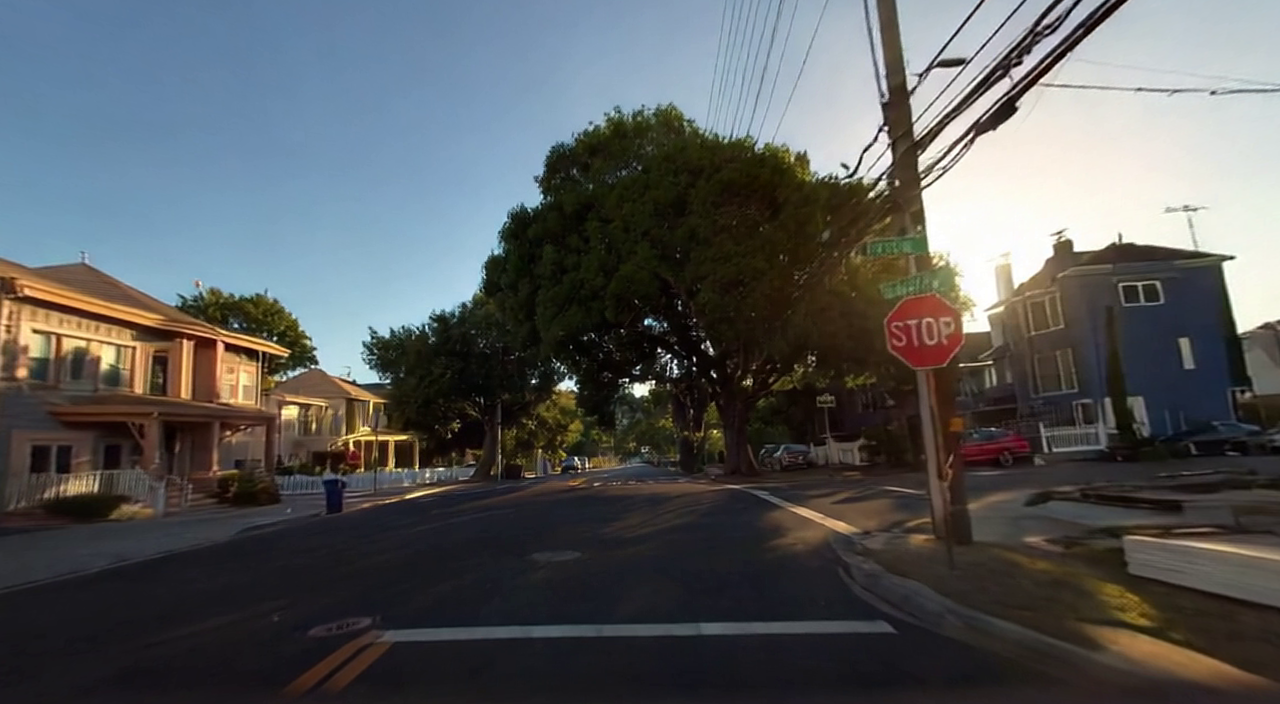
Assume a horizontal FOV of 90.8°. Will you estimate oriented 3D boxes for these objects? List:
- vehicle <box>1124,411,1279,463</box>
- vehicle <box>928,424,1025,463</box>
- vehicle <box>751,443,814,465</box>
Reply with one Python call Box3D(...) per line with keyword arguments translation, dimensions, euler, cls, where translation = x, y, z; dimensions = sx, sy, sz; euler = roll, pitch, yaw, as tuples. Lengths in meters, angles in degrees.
Box3D(translation=(21.268, 3.223, 23.748), dimensions=(4.466, 1.769, 2.033), euler=(1, -8, 0), cls="vehicle")
Box3D(translation=(15.673, 4.333, 29.767), dimensions=(2.025, 1.689, 4.342), euler=(0, -9, -2), cls="vehicle")
Box3D(translation=(10.133, 7.267, 45.119), dimensions=(4.019, 1.533, 1.769), euler=(0, -9, 0), cls="vehicle")
